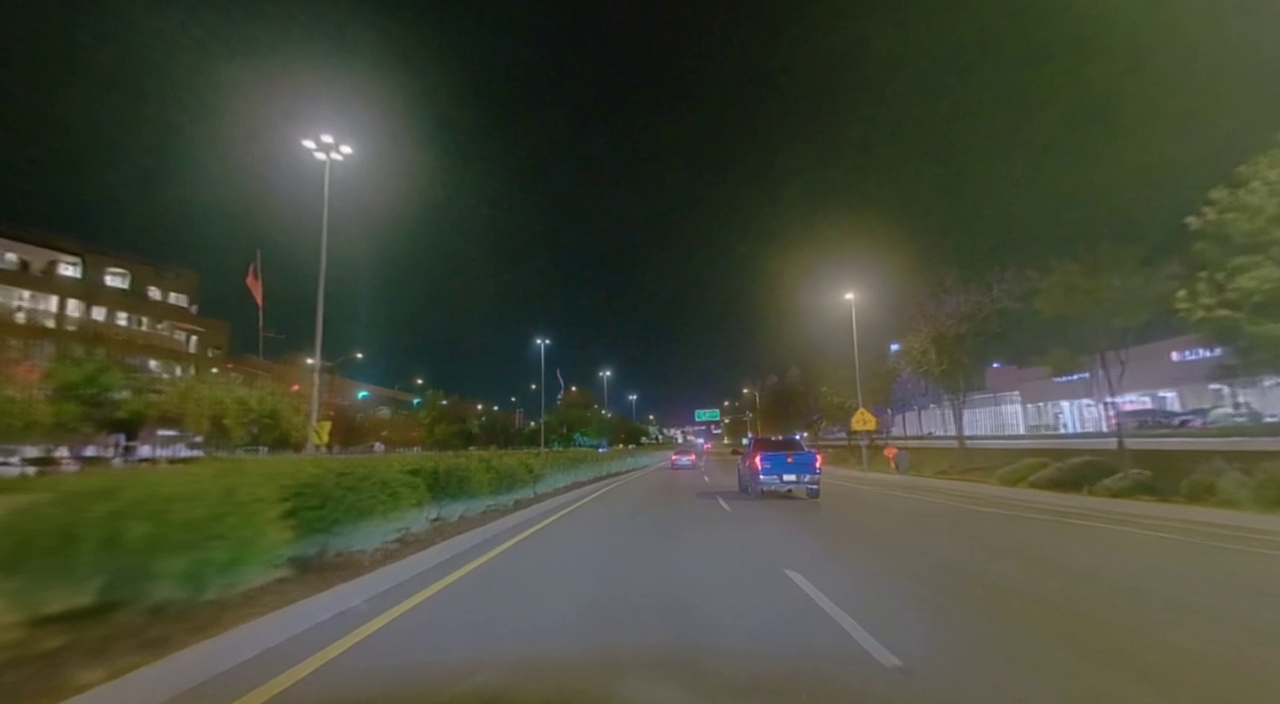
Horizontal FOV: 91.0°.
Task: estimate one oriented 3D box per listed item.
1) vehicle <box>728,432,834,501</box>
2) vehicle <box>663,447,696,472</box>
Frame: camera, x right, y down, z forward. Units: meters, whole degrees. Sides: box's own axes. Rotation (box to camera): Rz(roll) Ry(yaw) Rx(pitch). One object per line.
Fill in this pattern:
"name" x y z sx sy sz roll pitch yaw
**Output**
"vehicle" 4.376 3.663 20.632 2.367 1.919 5.651 0 -9 2
"vehicle" 2.637 6.988 41.310 1.968 1.521 4.262 0 -9 5
